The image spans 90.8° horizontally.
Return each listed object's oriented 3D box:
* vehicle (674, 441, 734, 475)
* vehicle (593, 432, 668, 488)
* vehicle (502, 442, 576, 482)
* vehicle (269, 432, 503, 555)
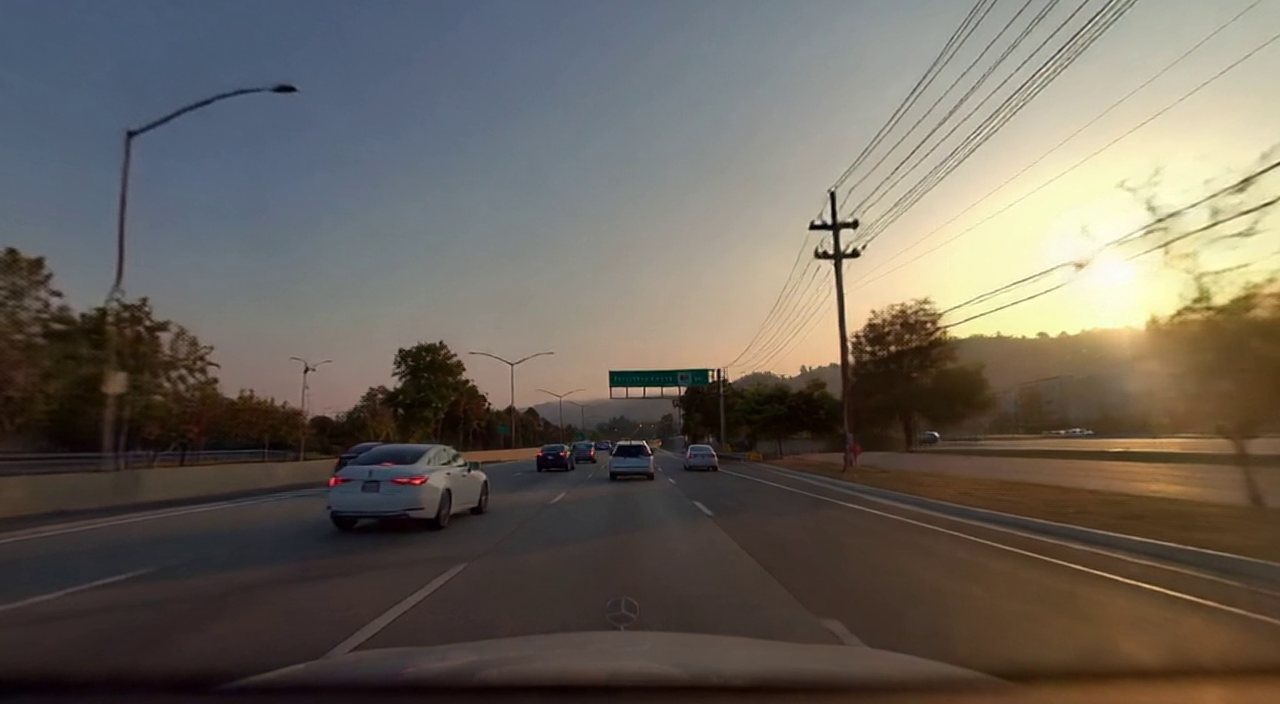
[{"bbox_3d":[2.902,4.925,29.714,2.197,1.464,4.356,0,-8,-2],"label":"vehicle"},{"bbox_3d":[-0.318,3.631,21.571,2.284,1.699,4.168,0,-8,-1],"label":"vehicle"},{"bbox_3d":[-3.898,4.333,25.235,2.203,1.425,4.610,0,-8,0],"label":"vehicle"},{"bbox_3d":[-3.540,2.035,9.883,1.958,1.447,4.454,0,-8,-2],"label":"vehicle"}]
